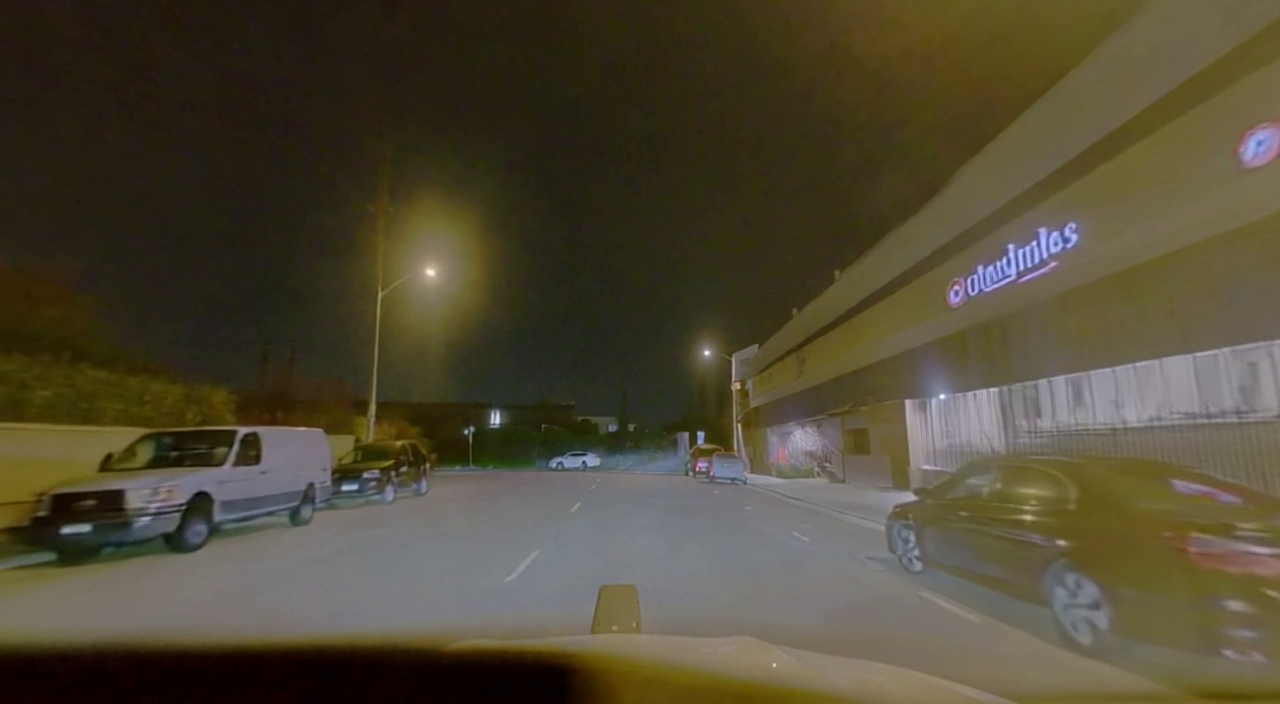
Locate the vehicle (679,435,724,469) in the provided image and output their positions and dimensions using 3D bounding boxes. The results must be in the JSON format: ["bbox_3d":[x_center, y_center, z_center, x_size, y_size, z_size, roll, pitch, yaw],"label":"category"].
[{"bbox_3d":[3.646,6.058,38.496,2.158,1.900,5.376,0,-8,-1],"label":"vehicle"}]

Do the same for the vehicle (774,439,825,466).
[{"bbox_3d":[10.124,6.378,40.347,1.980,1.606,4.097,1,-8,-4],"label":"vehicle"}]

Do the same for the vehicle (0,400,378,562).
[{"bbox_3d":[-6.845,1.982,10.587,2.504,1.919,5.658,-1,-8,0],"label":"vehicle"}]

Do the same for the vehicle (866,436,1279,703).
[{"bbox_3d":[3.989,1.543,5.726,2.050,1.475,4.613,2,-7,-2],"label":"vehicle"}]

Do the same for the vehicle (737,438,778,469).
[{"bbox_3d":[7.365,6.449,39.882,1.911,1.685,3.764,3,-12,0],"label":"vehicle"}]
